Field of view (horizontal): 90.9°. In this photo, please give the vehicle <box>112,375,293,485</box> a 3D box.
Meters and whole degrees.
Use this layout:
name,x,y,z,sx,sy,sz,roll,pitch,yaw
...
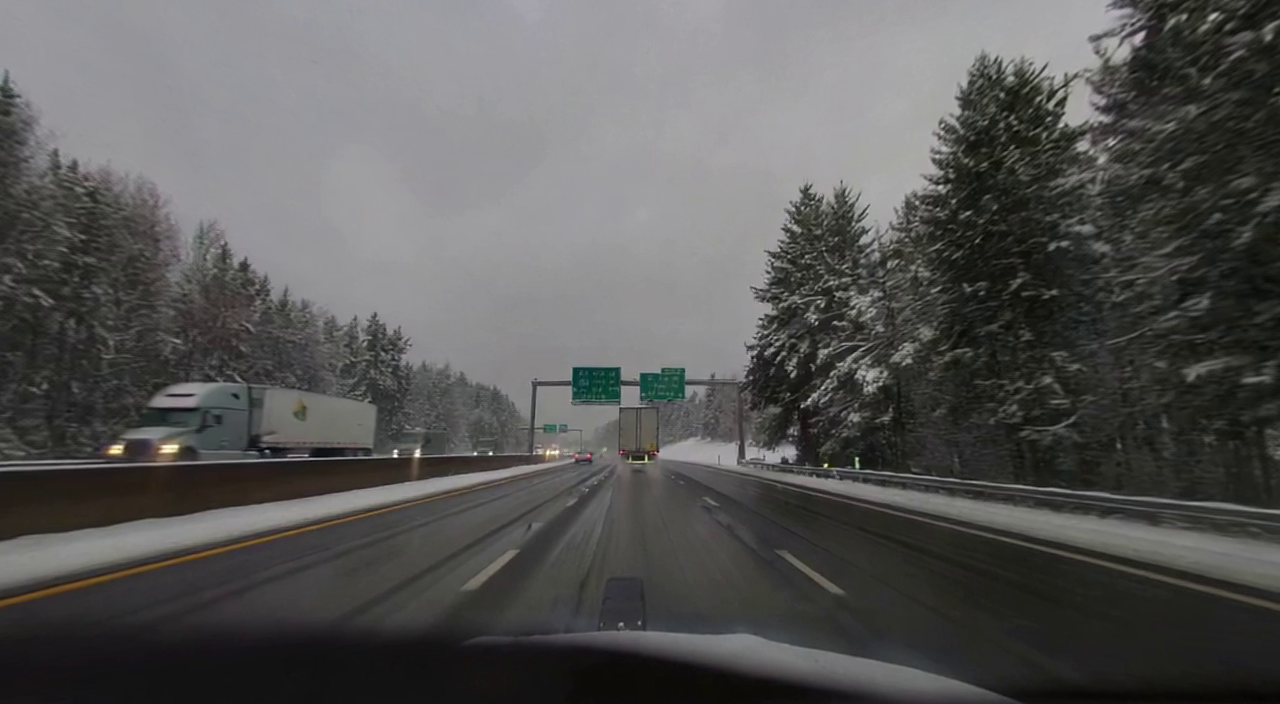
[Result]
name,x,y,z,sx,sy,sz,roll,pitch,yaw
vehicle,-17.498,3.265,25.855,3.026,3.995,5.831,0,-9,0

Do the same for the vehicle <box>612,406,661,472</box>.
name,x,y,z,sx,sy,sz,roll,pitch,yaw
vehicle,-0.310,6.065,43.411,2.962,3.953,10.696,0,-9,-1

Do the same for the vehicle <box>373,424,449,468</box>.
name,x,y,z,sx,sy,sz,roll,pitch,yaw
vehicle,-13.850,5.795,38.580,2.459,2.466,5.747,0,-9,0
